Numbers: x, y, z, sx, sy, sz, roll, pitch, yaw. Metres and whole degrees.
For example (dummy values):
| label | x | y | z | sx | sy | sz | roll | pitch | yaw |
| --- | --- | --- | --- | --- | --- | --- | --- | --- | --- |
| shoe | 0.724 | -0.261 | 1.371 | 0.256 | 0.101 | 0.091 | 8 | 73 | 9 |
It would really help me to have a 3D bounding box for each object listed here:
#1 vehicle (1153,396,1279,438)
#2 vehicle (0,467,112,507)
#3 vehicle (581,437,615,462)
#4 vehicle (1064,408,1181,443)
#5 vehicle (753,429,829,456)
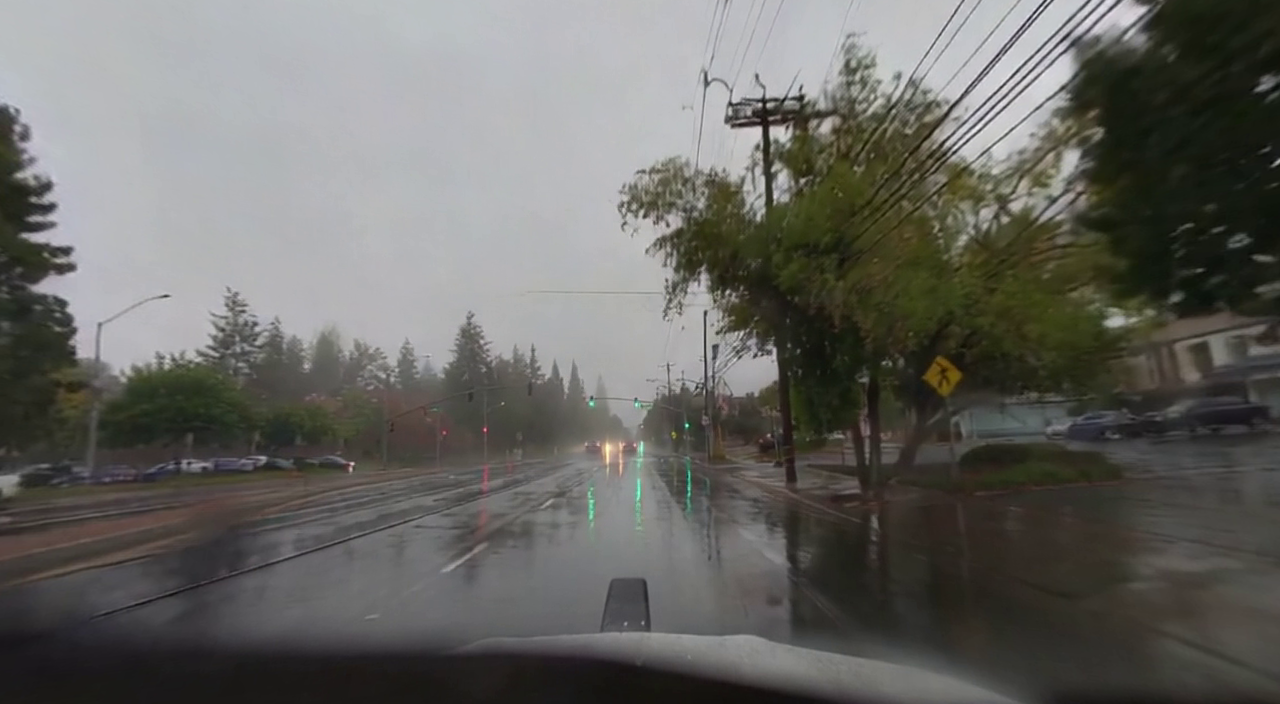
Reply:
| label | x | y | z | sx | sy | sz | roll | pitch | yaw |
| --- | --- | --- | --- | --- | --- | --- | --- | --- | --- |
| vehicle | 25.550 | 2.858 | 27.475 | 4.690 | 1.742 | 2.008 | 0 | -7 | -4 |
| vehicle | -27.064 | 6.075 | 28.513 | 4.519 | 1.598 | 2.055 | -1 | -8 | 2 |
| vehicle | -3.163 | 7.490 | 48.689 | 2.229 | 1.821 | 4.681 | -1 | -8 | 1 |
| vehicle | 25.265 | 3.866 | 33.099 | 4.461 | 1.695 | 1.999 | -1 | -7 | 0 |
| vehicle | 10.573 | 6.365 | 44.423 | 4.765 | 1.738 | 2.101 | 0 | -8 | -3 |
